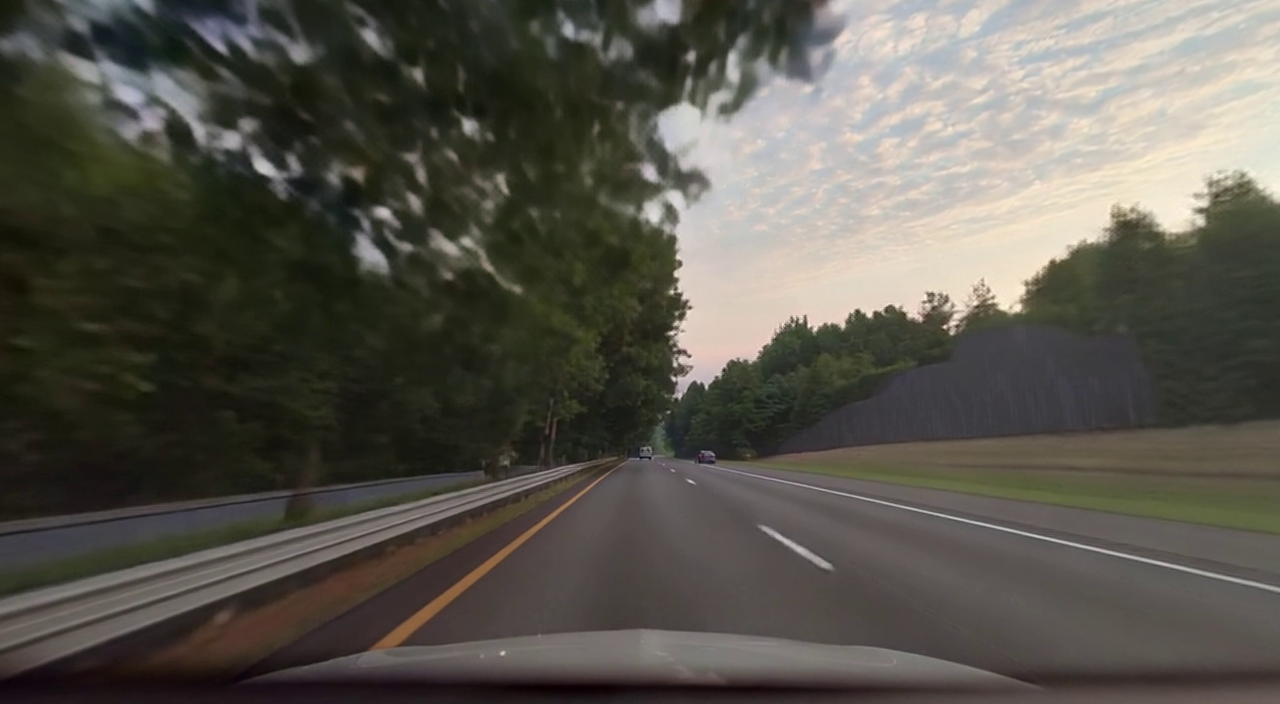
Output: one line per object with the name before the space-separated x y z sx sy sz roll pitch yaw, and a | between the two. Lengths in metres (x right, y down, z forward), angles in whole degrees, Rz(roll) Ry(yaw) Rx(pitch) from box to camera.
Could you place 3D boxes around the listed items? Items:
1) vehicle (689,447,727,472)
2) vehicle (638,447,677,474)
vehicle | 4.280 6.853 40.236 1.846 1.485 3.679 0 -9 -3
vehicle | 0.962 6.406 37.274 2.162 1.492 3.975 0 -9 -1
